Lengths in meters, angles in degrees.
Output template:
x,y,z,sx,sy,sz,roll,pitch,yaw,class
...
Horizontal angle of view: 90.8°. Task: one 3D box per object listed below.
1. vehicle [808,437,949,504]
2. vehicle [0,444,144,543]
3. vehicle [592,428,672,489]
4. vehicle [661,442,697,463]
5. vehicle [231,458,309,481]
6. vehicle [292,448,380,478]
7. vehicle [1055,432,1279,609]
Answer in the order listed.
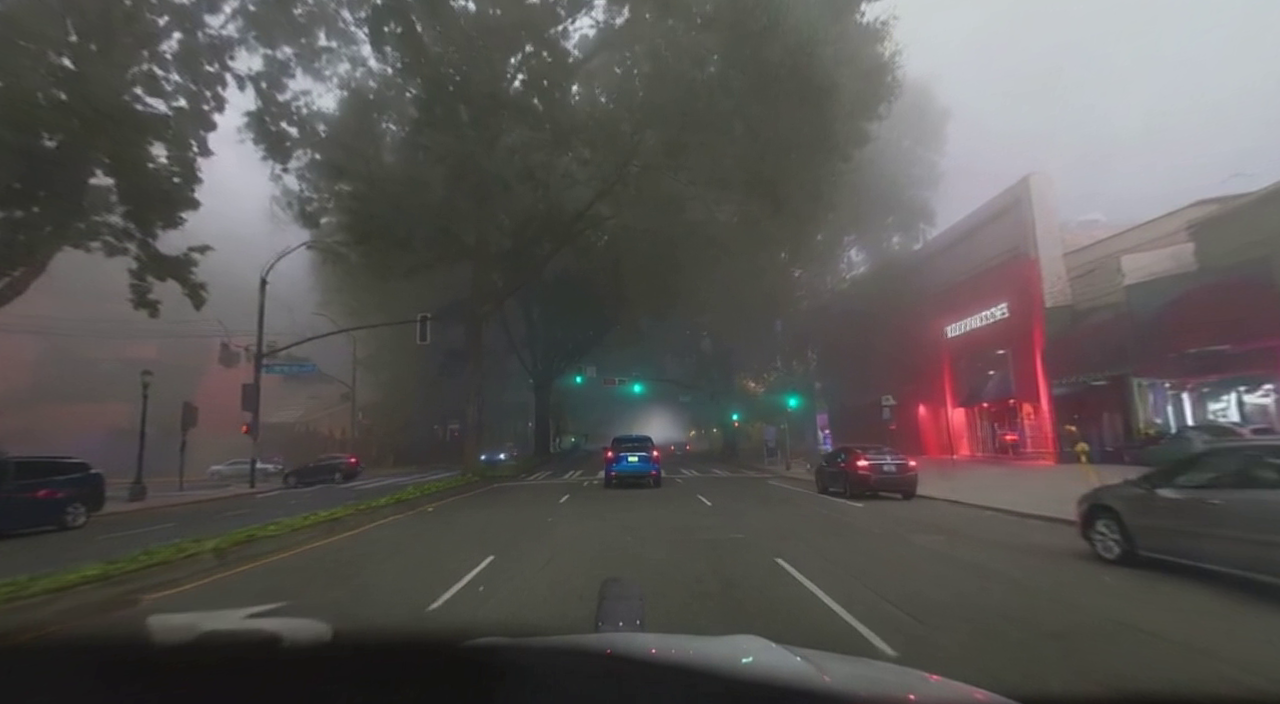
x,y,z,sx,sy,sz,roll,pitch,yaw,class
6.072,3.053,16.731,1.986,1.515,4.265,0,-9,-1,vehicle
-14.057,3.018,13.817,2.197,1.985,5.183,0,-9,0,vehicle
-0.284,3.555,21.335,2.382,1.796,4.610,0,-9,-1,vehicle
2.734,7.222,45.532,2.209,1.478,4.138,0,-9,-1,vehicle
-26.080,8.268,44.663,4.317,1.524,1.809,0,-9,-1,vehicle
-18.632,6.775,38.793,4.427,1.757,2.125,-2,-9,11,vehicle
6.215,1.438,5.573,1.964,1.429,4.515,0,-9,-1,vehicle
